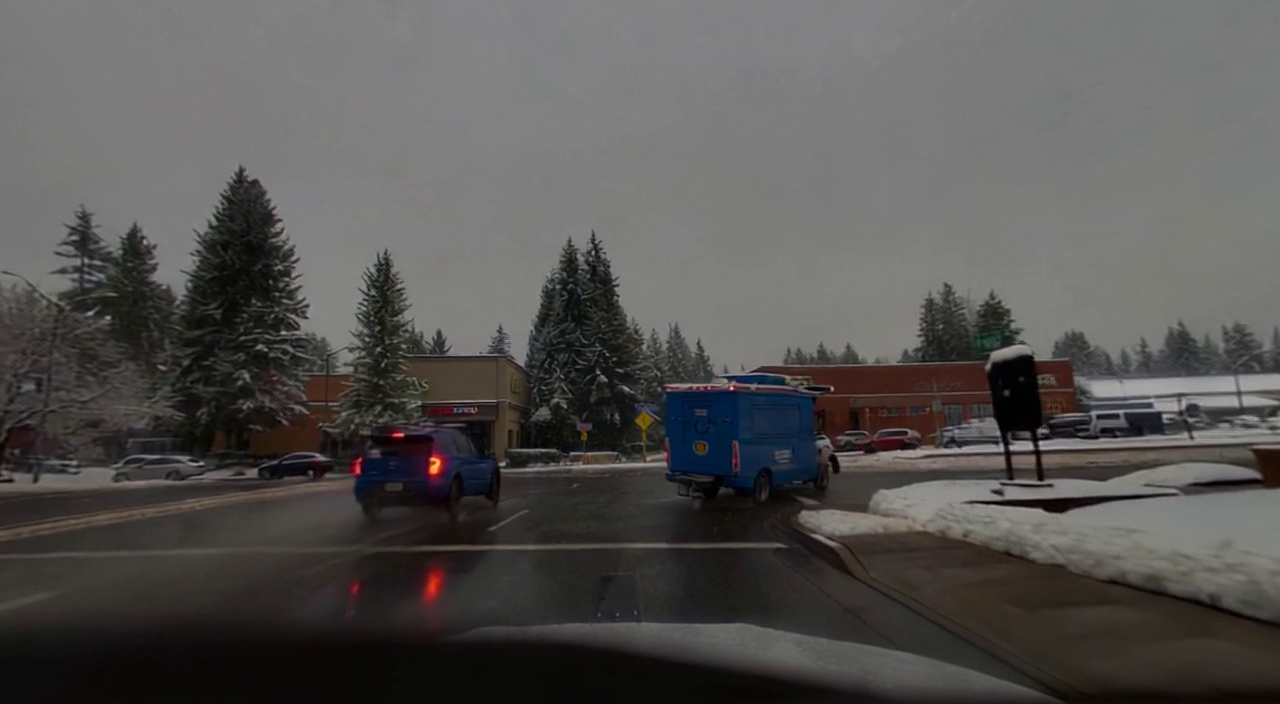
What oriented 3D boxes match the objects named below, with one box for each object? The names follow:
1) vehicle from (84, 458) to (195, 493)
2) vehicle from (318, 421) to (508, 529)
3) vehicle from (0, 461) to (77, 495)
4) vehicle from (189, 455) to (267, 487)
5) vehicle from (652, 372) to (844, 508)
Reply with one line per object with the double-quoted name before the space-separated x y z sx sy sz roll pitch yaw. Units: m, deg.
"vehicle" -27.680 6.825 35.036 4.583 1.556 1.893 -3 -6 -1
"vehicle" -4.205 2.354 12.687 2.102 1.744 4.630 0 -8 0
"vehicle" -39.585 8.204 41.085 4.136 1.863 1.785 -3 -8 -1
"vehicle" -25.996 7.493 39.924 3.721 1.450 1.824 -7 -7 1
"vehicle" 3.096 2.348 16.881 2.463 2.954 5.938 -6 -10 37
